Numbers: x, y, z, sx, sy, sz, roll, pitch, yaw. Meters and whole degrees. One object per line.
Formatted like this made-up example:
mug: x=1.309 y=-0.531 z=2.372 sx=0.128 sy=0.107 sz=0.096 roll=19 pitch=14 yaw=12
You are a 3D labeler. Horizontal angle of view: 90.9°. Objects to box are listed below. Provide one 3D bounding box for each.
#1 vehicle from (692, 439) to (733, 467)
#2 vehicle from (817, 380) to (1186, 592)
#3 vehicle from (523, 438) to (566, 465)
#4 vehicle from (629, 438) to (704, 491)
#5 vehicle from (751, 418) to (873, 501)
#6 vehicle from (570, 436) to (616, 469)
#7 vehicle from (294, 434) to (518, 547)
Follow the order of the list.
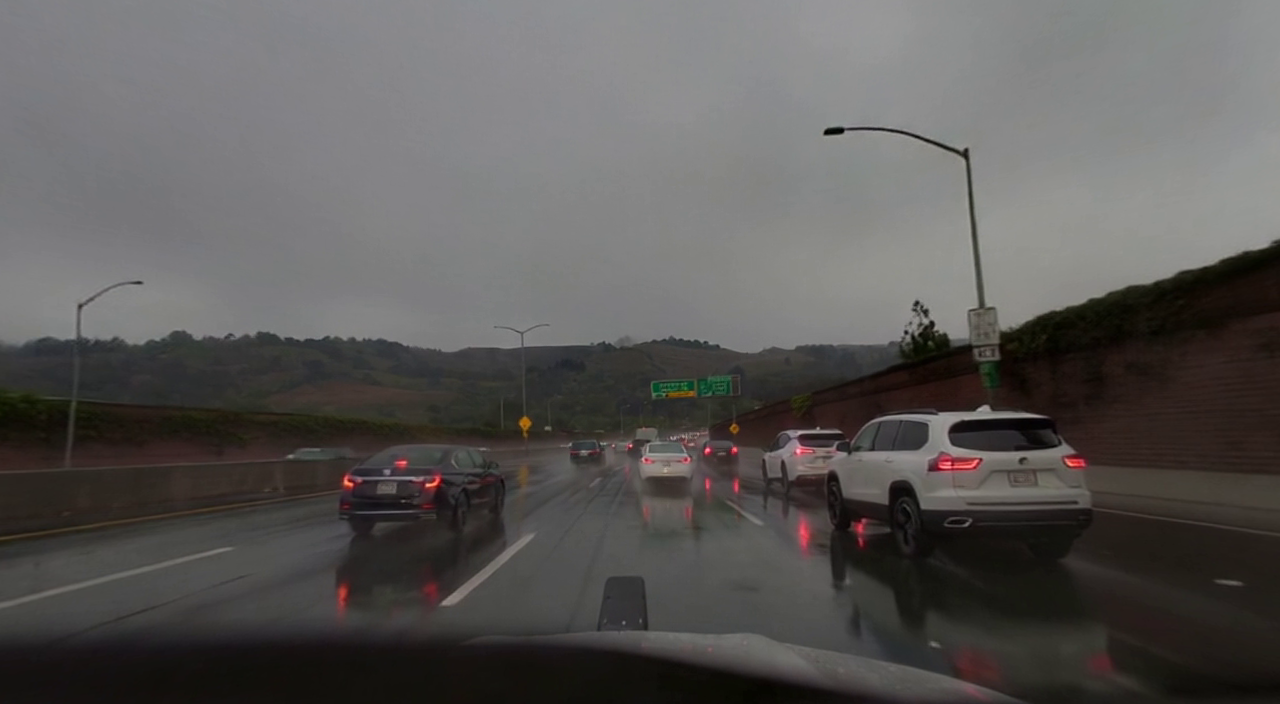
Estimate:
vehicle: x=4.097 y=5.732 z=36.035 sx=1.855 sy=1.513 sz=3.915 roll=0 pitch=-8 yaw=0
vehicle: x=3.748 y=1.473 z=7.707 sx=1.930 sy=1.831 sz=4.344 roll=0 pitch=-8 yaw=1
vehicle: x=-6.594 y=6.947 z=44.072 sx=2.055 sy=1.751 sz=4.825 roll=0 pitch=-8 yaw=3
vehicle: x=0.741 y=3.437 z=19.616 sx=2.105 sy=1.471 sz=3.978 roll=0 pitch=-8 yaw=0
vehicle: x=4.323 y=2.771 z=16.699 sx=1.970 sy=1.872 sz=4.575 roll=0 pitch=-8 yaw=0
vehicle: x=-2.690 y=5.930 z=37.518 sx=2.154 sy=1.793 sz=4.736 roll=0 pitch=-8 yaw=3
vehicle: x=-3.479 y=2.121 z=10.437 sx=1.961 sy=1.456 sz=4.362 roll=0 pitch=-8 yaw=1
